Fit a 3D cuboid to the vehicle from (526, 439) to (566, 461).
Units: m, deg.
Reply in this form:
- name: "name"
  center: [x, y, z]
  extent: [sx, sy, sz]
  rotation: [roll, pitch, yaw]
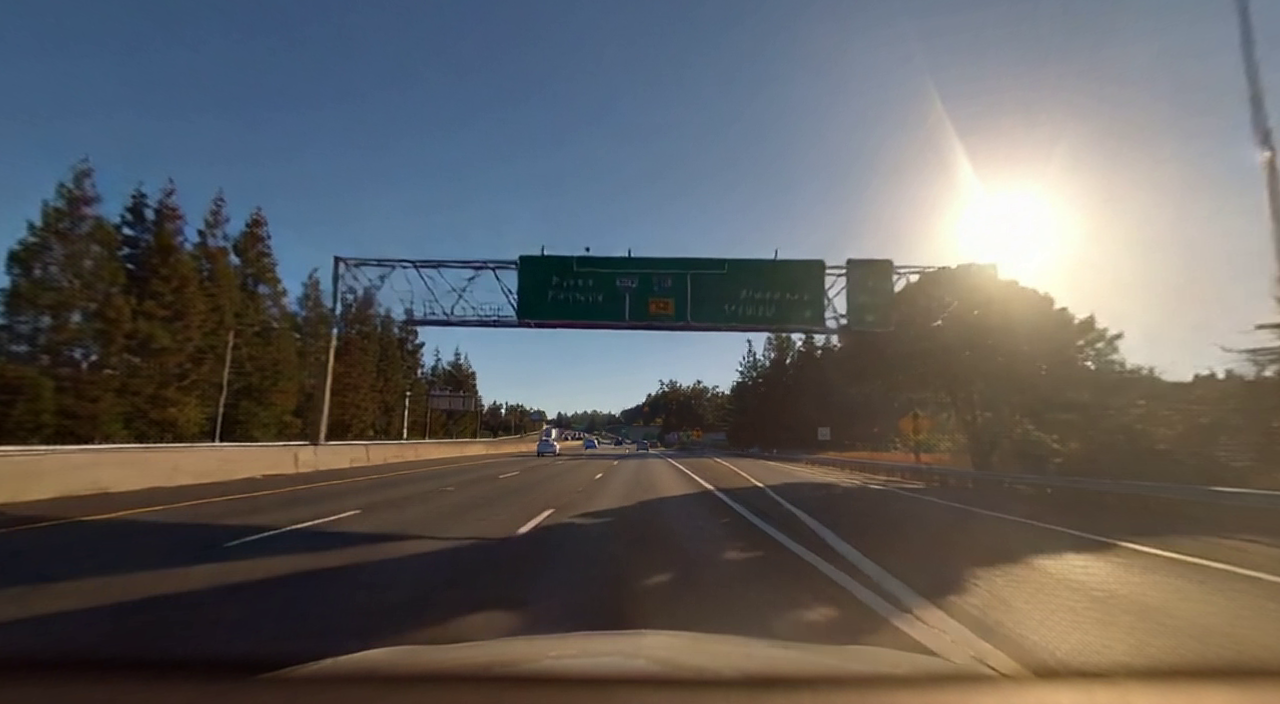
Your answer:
- name: "vehicle"
  center: [-6.775, 7.092, 45.854]
  extent: [2.025, 1.494, 4.495]
  rotation: [0, -8, 2]
